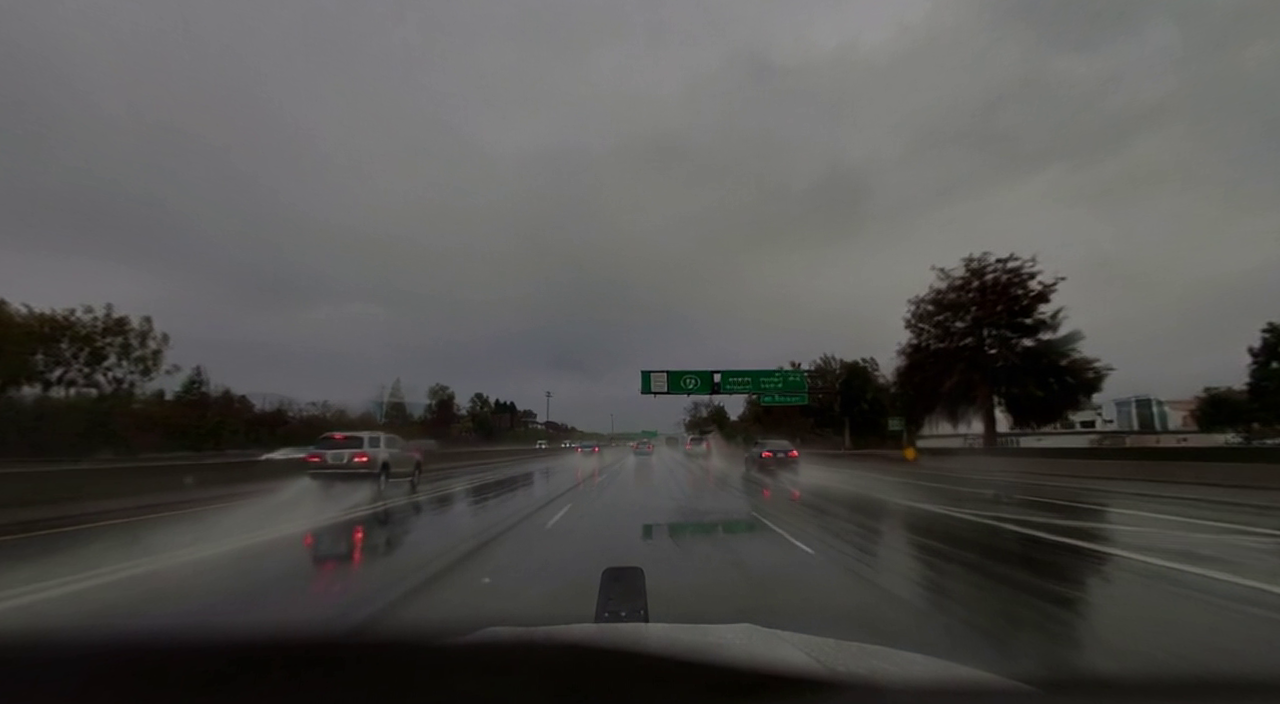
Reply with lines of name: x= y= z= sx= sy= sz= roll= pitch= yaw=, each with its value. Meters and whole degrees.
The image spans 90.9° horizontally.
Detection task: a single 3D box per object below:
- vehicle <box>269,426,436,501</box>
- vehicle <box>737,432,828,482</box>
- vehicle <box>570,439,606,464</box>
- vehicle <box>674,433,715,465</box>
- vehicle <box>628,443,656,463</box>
vehicle: x=-7.878 y=3.104 z=18.042 sx=2.199 sy=1.781 sz=5.271 roll=-1 pitch=-8 yaw=1
vehicle: x=5.218 y=3.916 z=23.790 sx=2.196 sy=1.659 sz=4.451 roll=0 pitch=-8 yaw=-2
vehicle: x=-3.798 y=7.365 z=46.896 sx=2.118 sy=1.750 sz=4.875 roll=-1 pitch=-8 yaw=1
vehicle: x=3.664 y=6.713 z=43.796 sx=2.348 sy=1.991 sz=5.460 roll=0 pitch=-8 yaw=0
vehicle: x=0.160 y=7.601 z=47.647 sx=2.050 sy=1.452 sz=3.917 roll=0 pitch=-8 yaw=0
